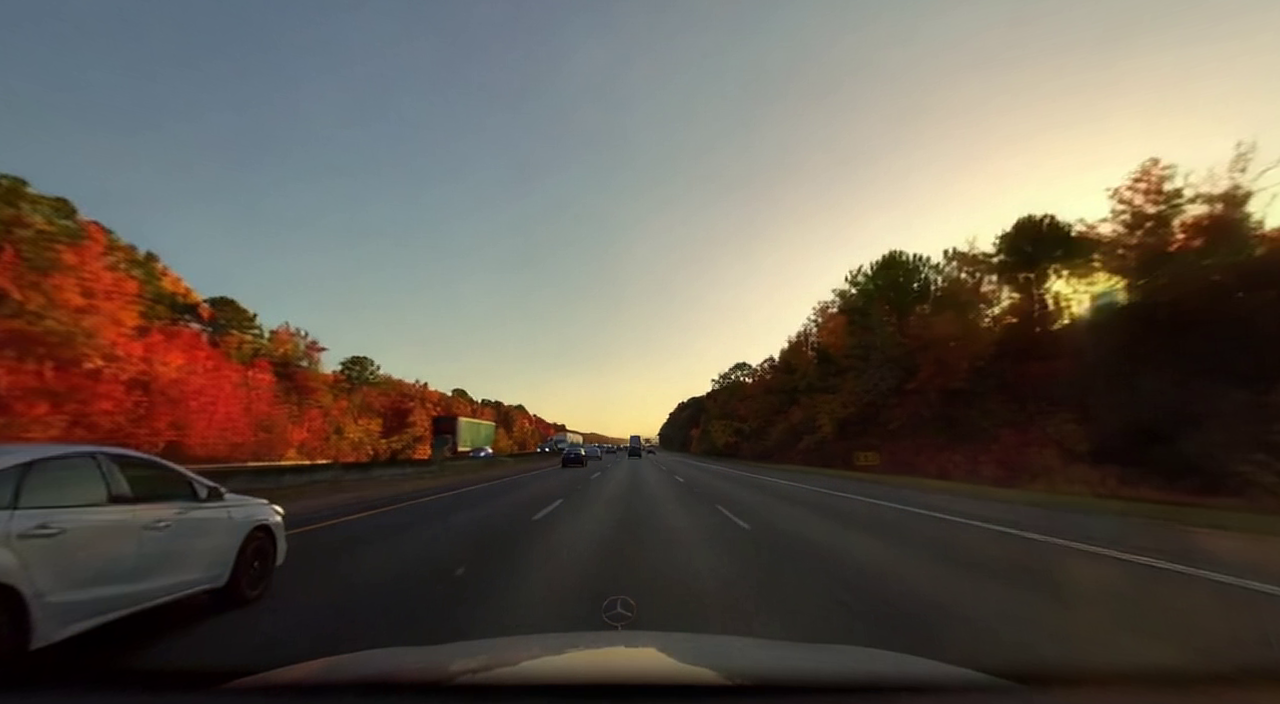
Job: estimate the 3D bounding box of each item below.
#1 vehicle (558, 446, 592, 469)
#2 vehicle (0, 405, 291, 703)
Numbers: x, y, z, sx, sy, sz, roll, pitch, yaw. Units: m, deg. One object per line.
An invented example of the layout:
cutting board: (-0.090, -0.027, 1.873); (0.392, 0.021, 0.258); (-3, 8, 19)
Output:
vehicle: (-4.465, 7.274, 43.384); (1.963, 1.475, 3.665); (0, -9, 0)
vehicle: (-4.326, 1.141, 3.802); (2.071, 1.525, 4.058); (0, -9, 0)
